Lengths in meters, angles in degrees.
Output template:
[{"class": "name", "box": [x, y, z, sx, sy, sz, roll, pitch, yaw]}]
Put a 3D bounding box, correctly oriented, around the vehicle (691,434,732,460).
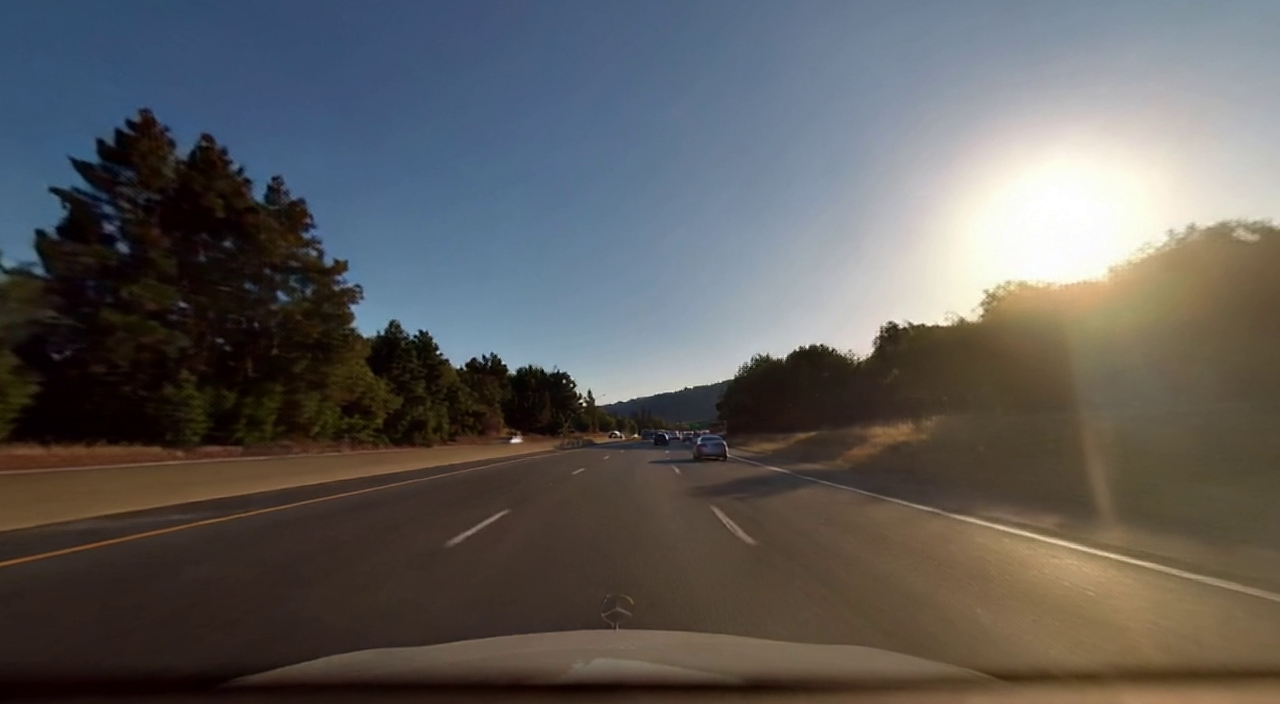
[{"class": "vehicle", "box": [4.214, 5.675, 37.913, 1.982, 1.452, 4.294, 0, -8, 0]}]
